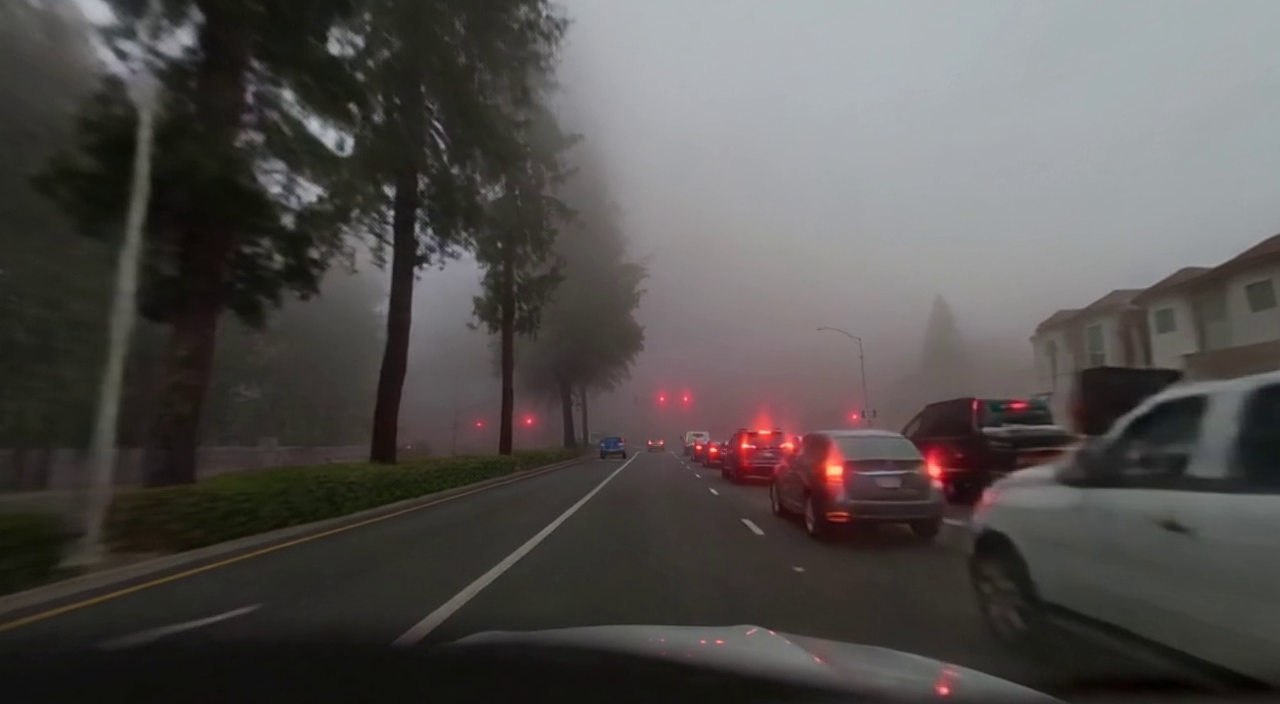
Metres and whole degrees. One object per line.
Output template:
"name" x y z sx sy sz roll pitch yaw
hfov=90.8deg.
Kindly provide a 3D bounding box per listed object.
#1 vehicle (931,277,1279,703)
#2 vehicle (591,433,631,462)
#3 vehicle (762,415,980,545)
"vehicle" 2.827 0.616 1.599 2.052 1.693 4.554 0 -8 1
"vehicle" -1.749 5.925 39.420 2.083 1.691 4.398 0 -8 2
"vehicle" 3.191 1.836 9.638 1.945 1.563 3.735 0 -8 1
